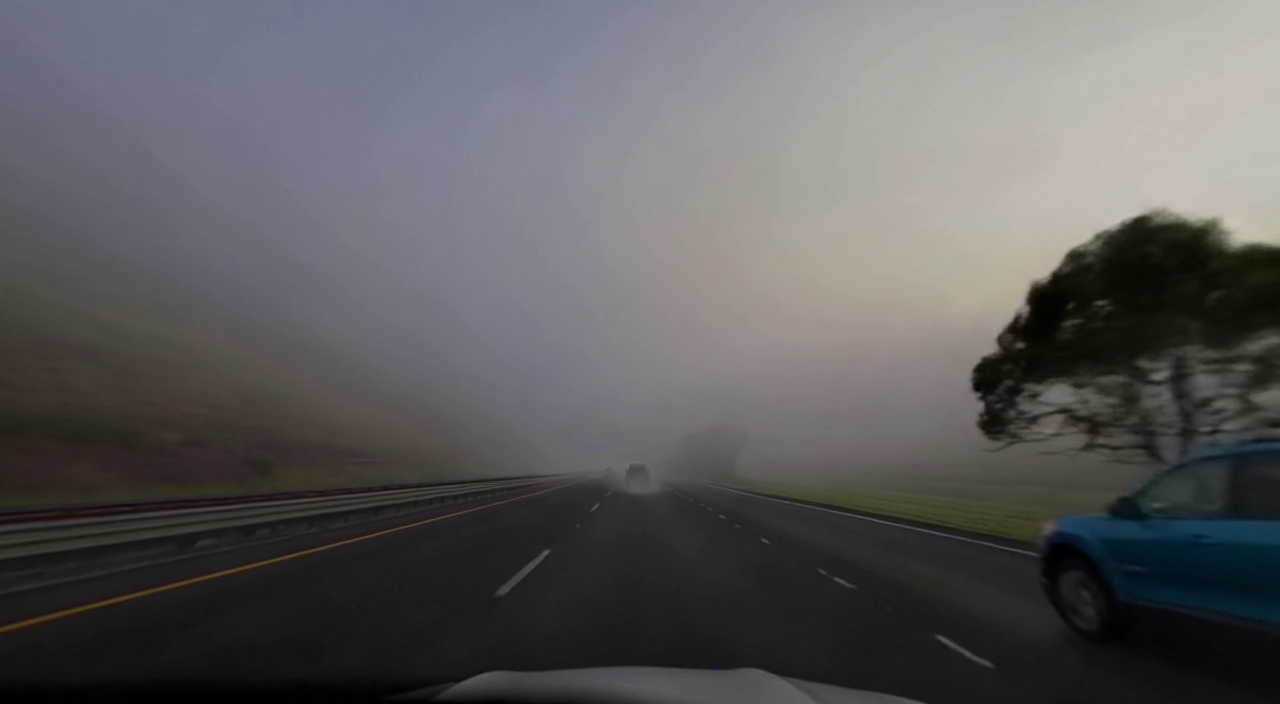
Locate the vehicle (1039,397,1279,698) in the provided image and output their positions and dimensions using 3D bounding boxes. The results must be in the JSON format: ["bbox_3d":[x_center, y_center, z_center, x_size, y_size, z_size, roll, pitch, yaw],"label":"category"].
[{"bbox_3d":[4.888,1.144,3.577,2.089,1.770,4.571,1,-11,-2],"label":"vehicle"}]
